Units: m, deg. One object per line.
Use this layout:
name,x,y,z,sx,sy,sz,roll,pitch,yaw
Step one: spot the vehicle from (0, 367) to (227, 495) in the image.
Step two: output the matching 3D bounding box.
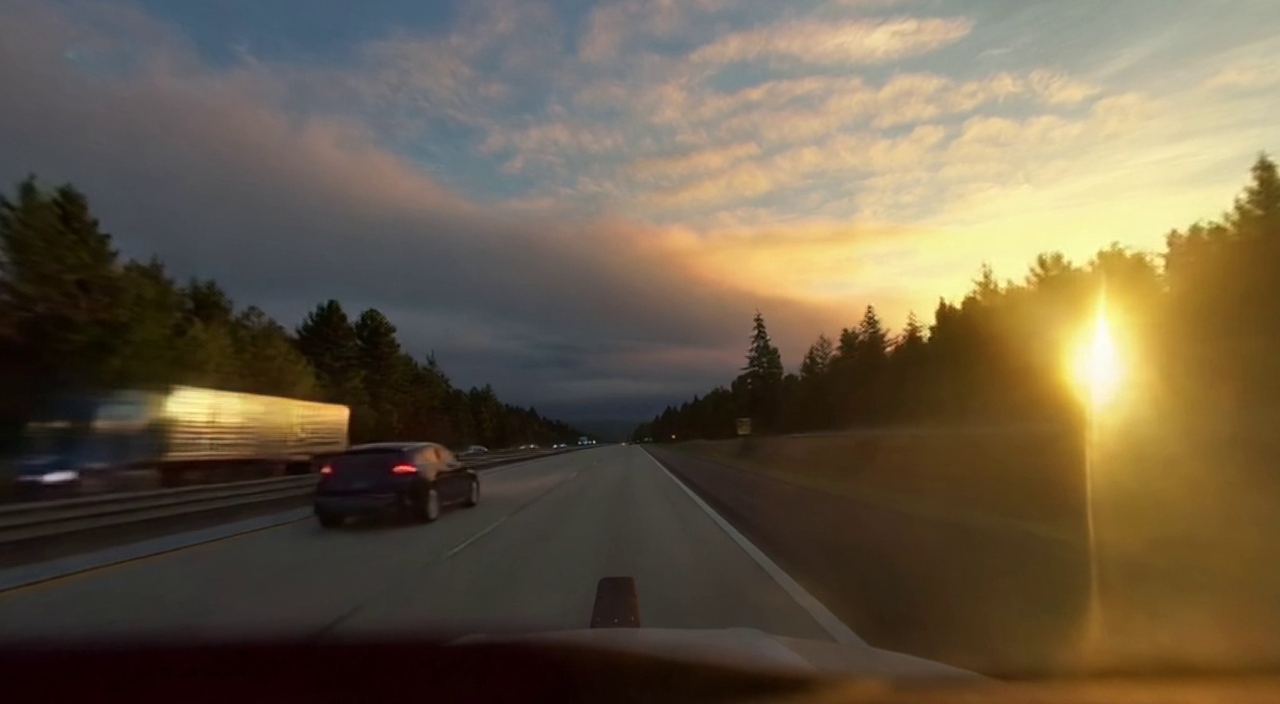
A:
vehicle,-17.772,2.749,21.714,2.950,3.801,5.860,0,-8,-1

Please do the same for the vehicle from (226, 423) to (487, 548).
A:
vehicle,-4.265,2.077,10.607,2.202,1.587,4.754,0,-8,0
